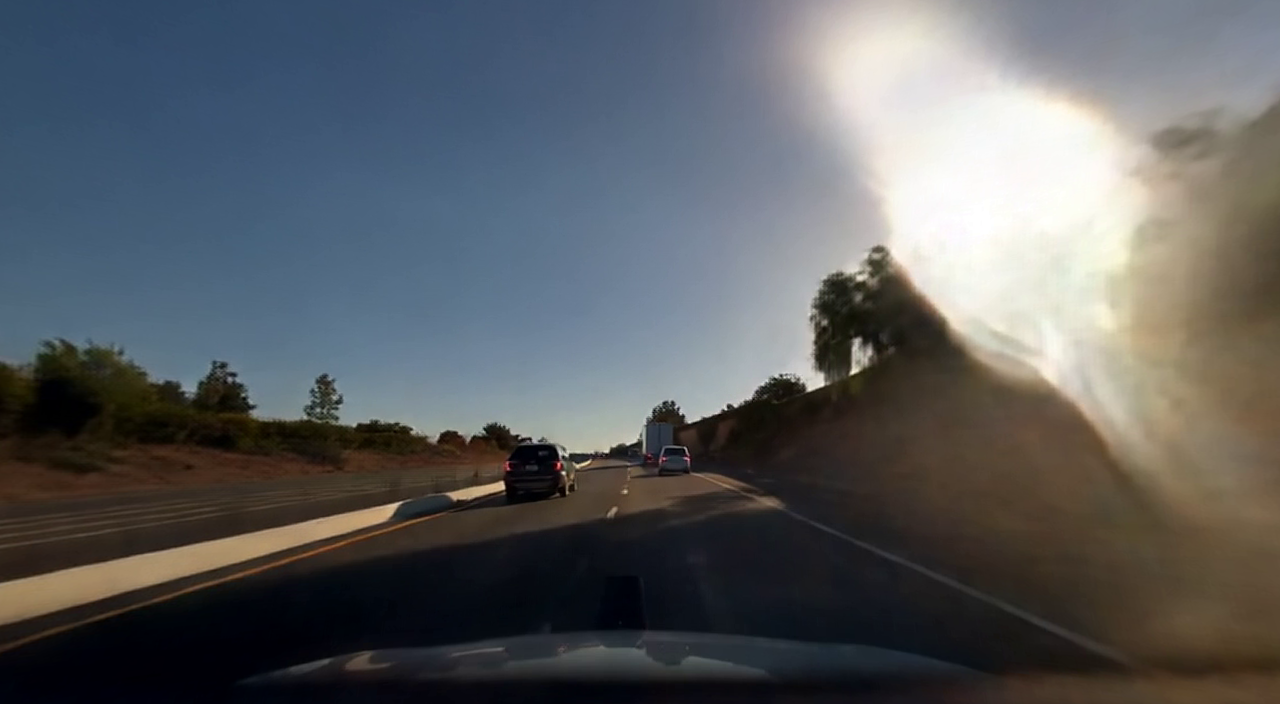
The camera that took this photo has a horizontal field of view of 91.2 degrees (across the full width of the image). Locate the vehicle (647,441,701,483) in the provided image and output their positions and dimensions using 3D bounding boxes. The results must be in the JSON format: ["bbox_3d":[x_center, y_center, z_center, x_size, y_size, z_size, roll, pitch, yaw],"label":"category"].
[{"bbox_3d":[1.453,4.970,28.501,2.230,1.715,4.243,0,-9,0],"label":"vehicle"}]

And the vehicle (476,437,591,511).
[{"bbox_3d":[-2.589,3.123,16.514,2.181,1.653,4.691,0,-9,0],"label":"vehicle"}]
